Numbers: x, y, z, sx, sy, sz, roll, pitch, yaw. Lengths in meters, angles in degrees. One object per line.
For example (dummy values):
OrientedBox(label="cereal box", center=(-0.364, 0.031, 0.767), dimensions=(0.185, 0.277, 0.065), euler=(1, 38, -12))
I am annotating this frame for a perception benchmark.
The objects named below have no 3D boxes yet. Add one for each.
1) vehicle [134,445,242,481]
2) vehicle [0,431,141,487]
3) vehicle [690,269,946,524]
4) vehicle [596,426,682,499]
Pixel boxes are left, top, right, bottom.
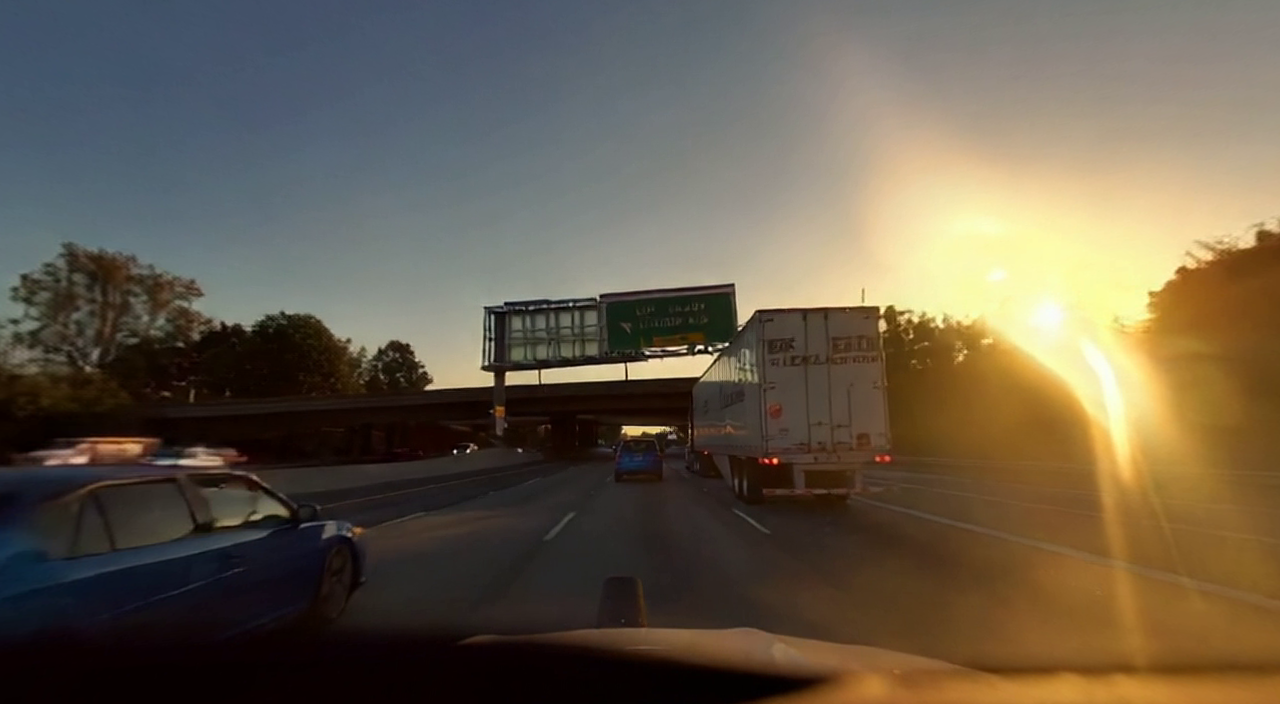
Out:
OrientedBox(label="vehicle", center=(-22.519, 5.515, 31.520), dimensions=(1.917, 1.620, 4.634), euler=(0, -8, 1))
OrientedBox(label="vehicle", center=(-29.330, 5.419, 32.166), dimensions=(2.372, 2.570, 6.001), euler=(0, -8, 1))
OrientedBox(label="vehicle", center=(3.451, 1.827, 18.015), dimensions=(2.909, 4.135, 15.820), euler=(0, -8, 1))
OrientedBox(label="vehicle", center=(-0.036, 2.952, 17.118), dimensions=(2.054, 1.706, 4.201), euler=(0, -8, 0))
